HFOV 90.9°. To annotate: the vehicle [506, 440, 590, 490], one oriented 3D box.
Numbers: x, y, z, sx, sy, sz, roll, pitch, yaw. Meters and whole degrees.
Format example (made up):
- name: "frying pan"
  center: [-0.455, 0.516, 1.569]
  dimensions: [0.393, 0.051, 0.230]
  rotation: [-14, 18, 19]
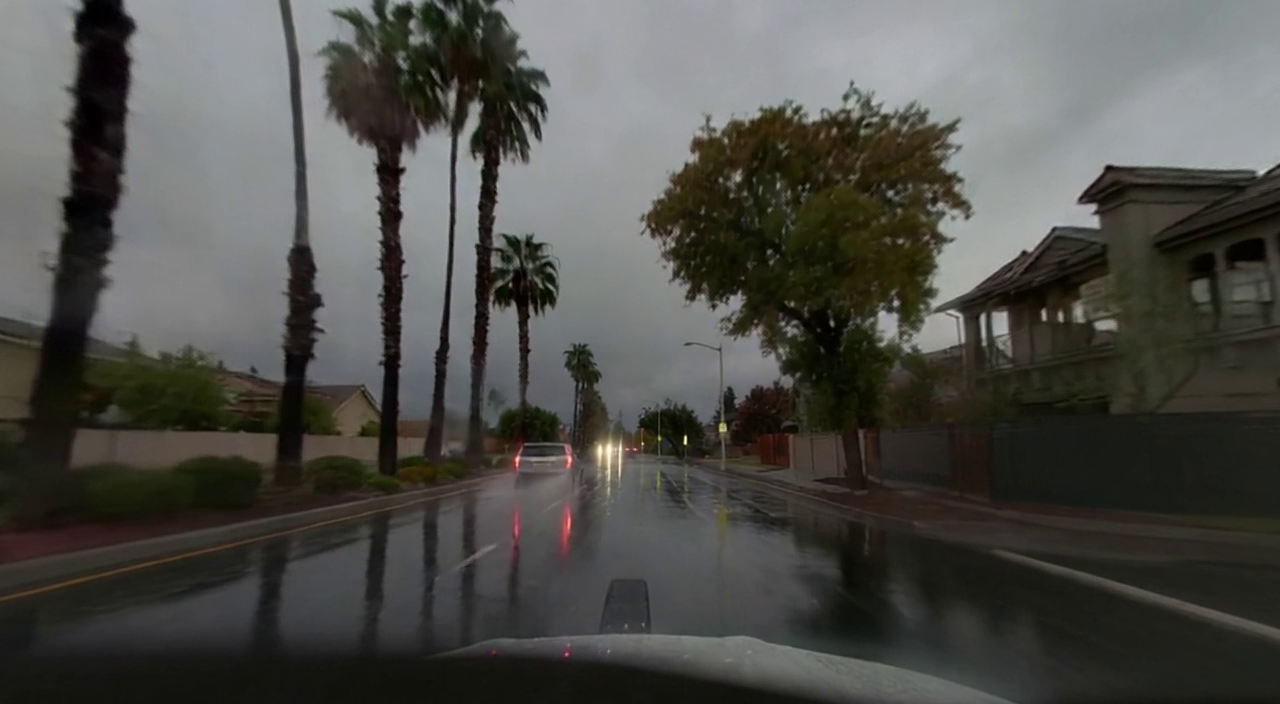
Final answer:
- name: "vehicle"
  center: [-2.977, 3.790, 21.493]
  dimensions: [2.075, 1.498, 4.730]
  rotation: [0, -9, 1]
